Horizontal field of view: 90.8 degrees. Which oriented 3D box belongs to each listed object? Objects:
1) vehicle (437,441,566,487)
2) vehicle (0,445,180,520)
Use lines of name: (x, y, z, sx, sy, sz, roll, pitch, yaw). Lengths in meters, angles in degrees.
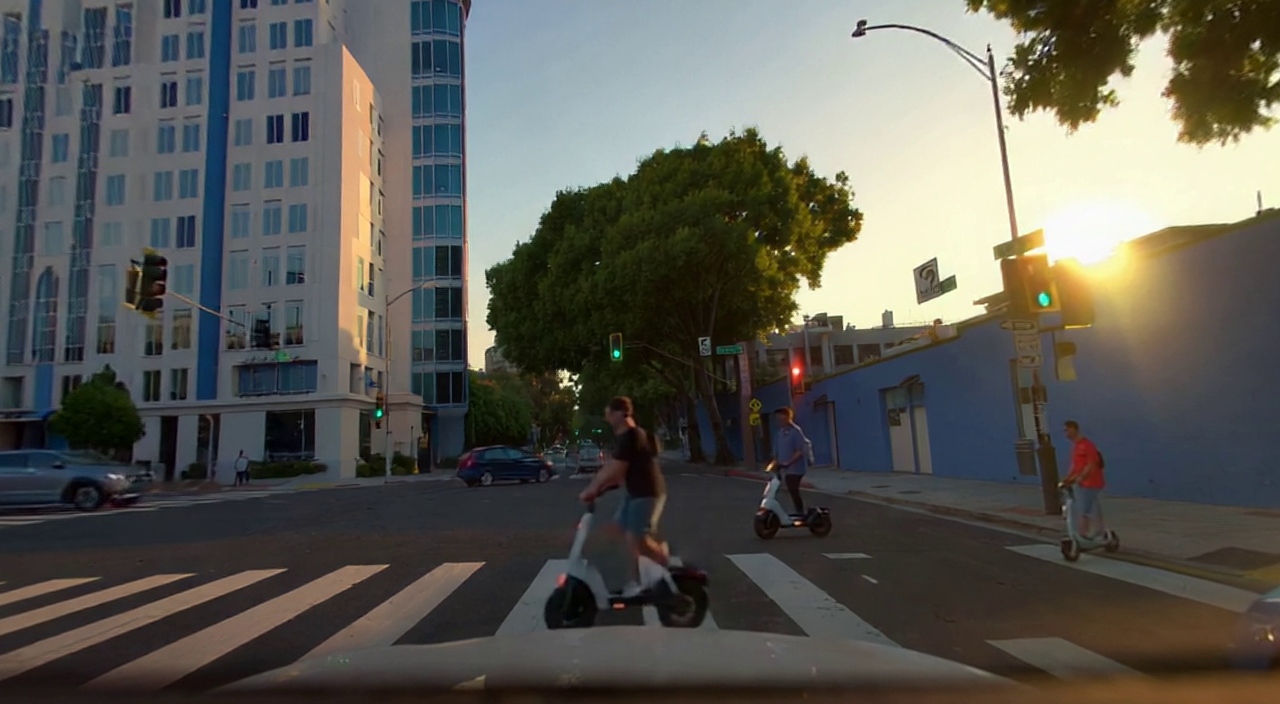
vehicle: (-5.408, 4.380, 25.122, 2.051, 1.616, 4.641, -8, -12, 43)
vehicle: (-14.900, 3.241, 15.952, 4.802, 1.724, 2.122, 0, -8, -2)
